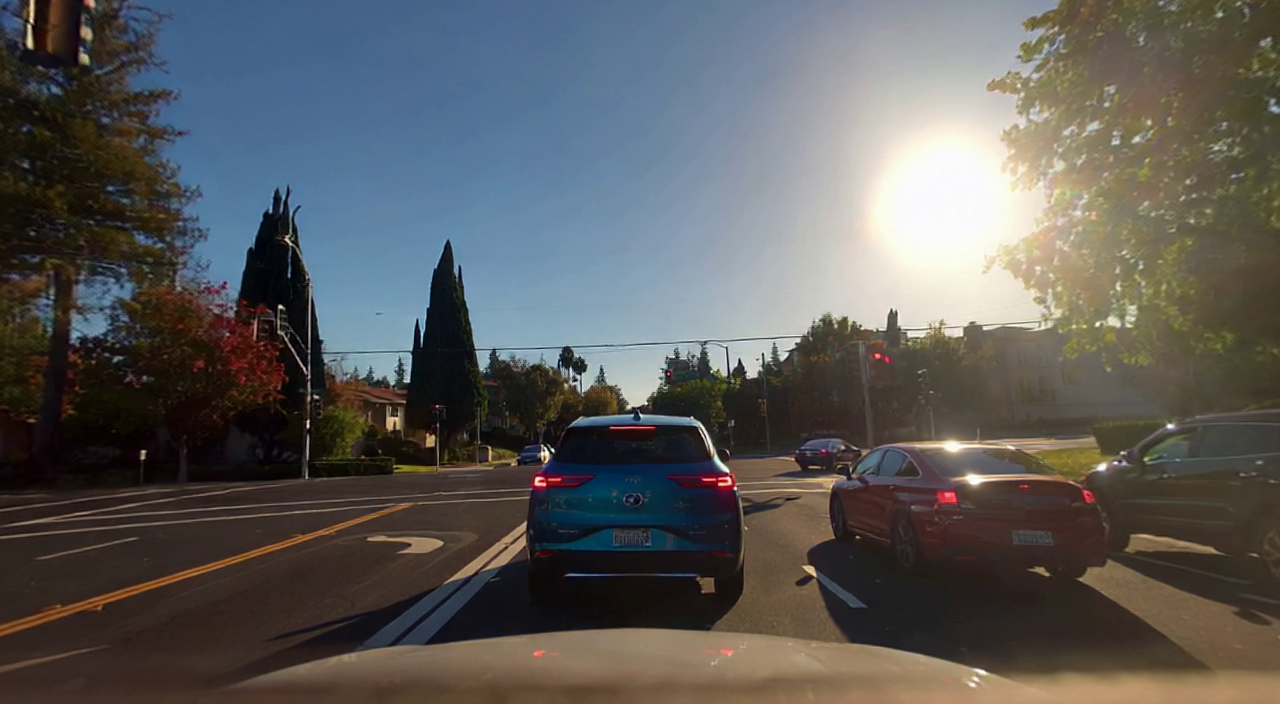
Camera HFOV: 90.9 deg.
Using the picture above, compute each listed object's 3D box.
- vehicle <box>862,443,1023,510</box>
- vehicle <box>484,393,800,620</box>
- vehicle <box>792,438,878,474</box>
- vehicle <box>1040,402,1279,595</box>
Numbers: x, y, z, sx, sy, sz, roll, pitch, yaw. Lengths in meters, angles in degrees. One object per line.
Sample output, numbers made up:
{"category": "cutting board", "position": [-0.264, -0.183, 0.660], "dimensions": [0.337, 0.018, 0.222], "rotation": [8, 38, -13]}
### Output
{"category": "vehicle", "position": [7.291, 3.006, 15.812], "dimensions": [1.860, 1.436, 4.479], "rotation": [0, -8, 0]}
{"category": "vehicle", "position": [0.044, 1.460, 6.907], "dimensions": [2.322, 1.667, 4.367], "rotation": [0, -8, 1]}
{"category": "vehicle", "position": [9.172, 4.810, 29.371], "dimensions": [2.077, 1.527, 4.755], "rotation": [-7, -11, 39]}
{"category": "vehicle", "position": [7.023, 1.541, 7.039], "dimensions": [1.989, 1.791, 4.735], "rotation": [0, -8, 0]}
